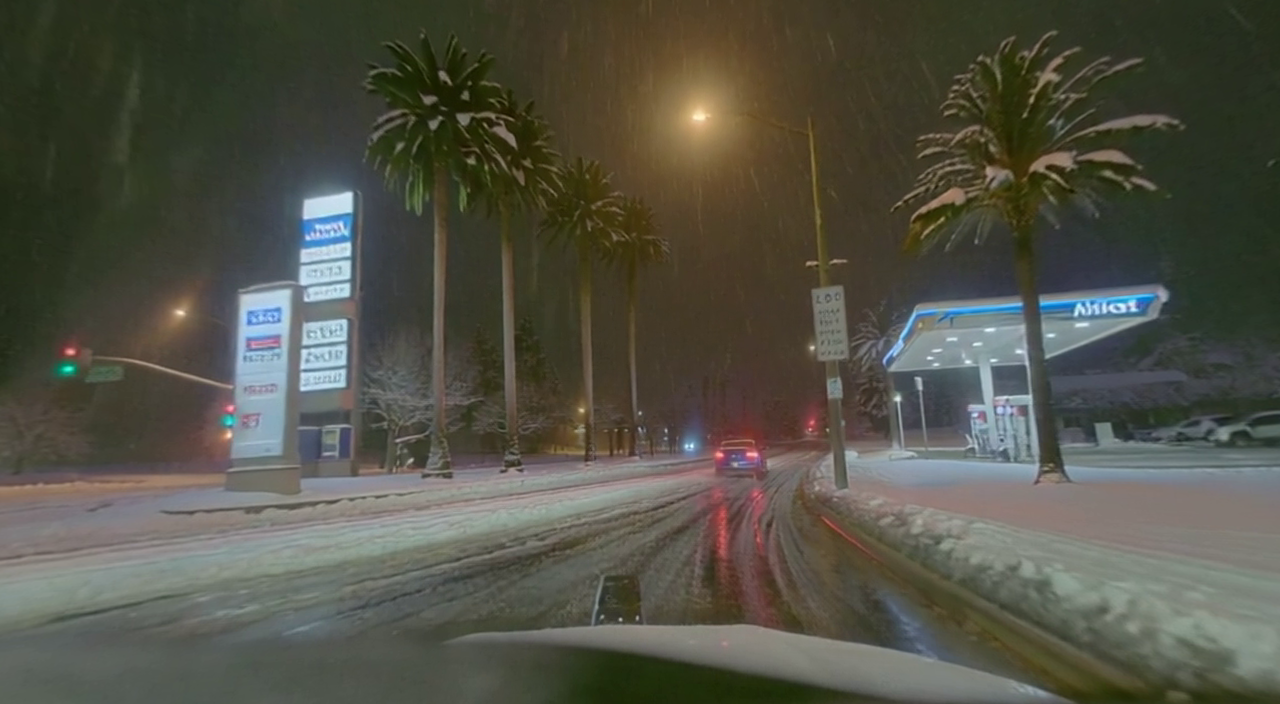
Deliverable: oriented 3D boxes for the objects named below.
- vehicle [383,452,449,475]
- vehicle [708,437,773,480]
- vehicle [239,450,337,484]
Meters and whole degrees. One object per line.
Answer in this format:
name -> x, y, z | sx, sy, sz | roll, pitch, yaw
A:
vehicle -> -15.521, 7.759, 43.878 | 1.825, 1.441, 4.656 | -3, -9, 18
vehicle -> 4.015, 4.094, 24.495 | 2.050, 1.509, 4.148 | -2, -9, 15
vehicle -> -18.731, 6.091, 33.702 | 1.884, 1.651, 4.330 | -3, -9, 18
